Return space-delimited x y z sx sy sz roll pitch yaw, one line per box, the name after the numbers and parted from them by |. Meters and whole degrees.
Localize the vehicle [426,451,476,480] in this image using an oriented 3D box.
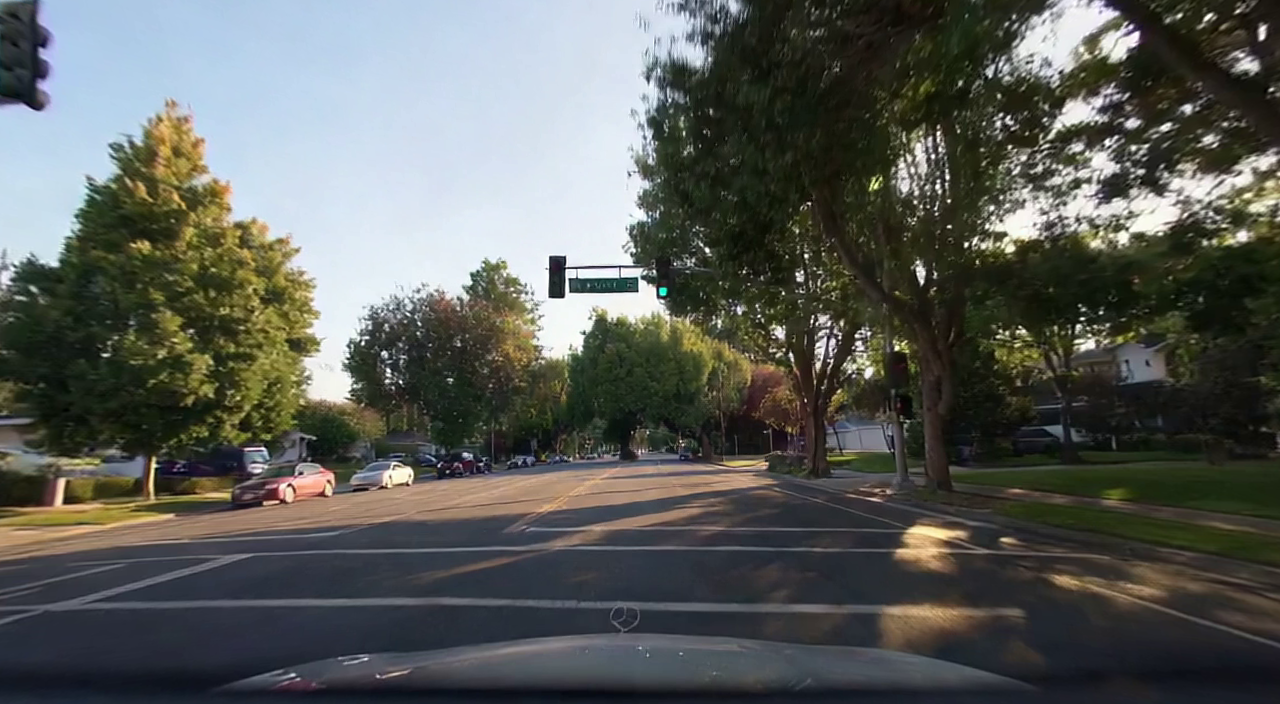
-12.633 7.625 42.579 1.882 1.775 4.904 0 -9 0 | vehicle

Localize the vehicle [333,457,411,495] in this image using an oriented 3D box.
-12.737 5.897 30.311 1.833 1.464 4.292 -4 -8 1 | vehicle

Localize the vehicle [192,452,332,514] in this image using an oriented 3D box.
-12.919 4.464 22.004 2.086 1.720 4.499 -3 -8 0 | vehicle

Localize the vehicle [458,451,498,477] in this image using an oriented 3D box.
-12.332 8.554 48.363 1.882 1.727 3.945 -4 -8 1 | vehicle

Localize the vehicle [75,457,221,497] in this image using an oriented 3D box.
-21.357 5.401 27.678 1.834 1.486 4.604 -4 -9 23 | vehicle
